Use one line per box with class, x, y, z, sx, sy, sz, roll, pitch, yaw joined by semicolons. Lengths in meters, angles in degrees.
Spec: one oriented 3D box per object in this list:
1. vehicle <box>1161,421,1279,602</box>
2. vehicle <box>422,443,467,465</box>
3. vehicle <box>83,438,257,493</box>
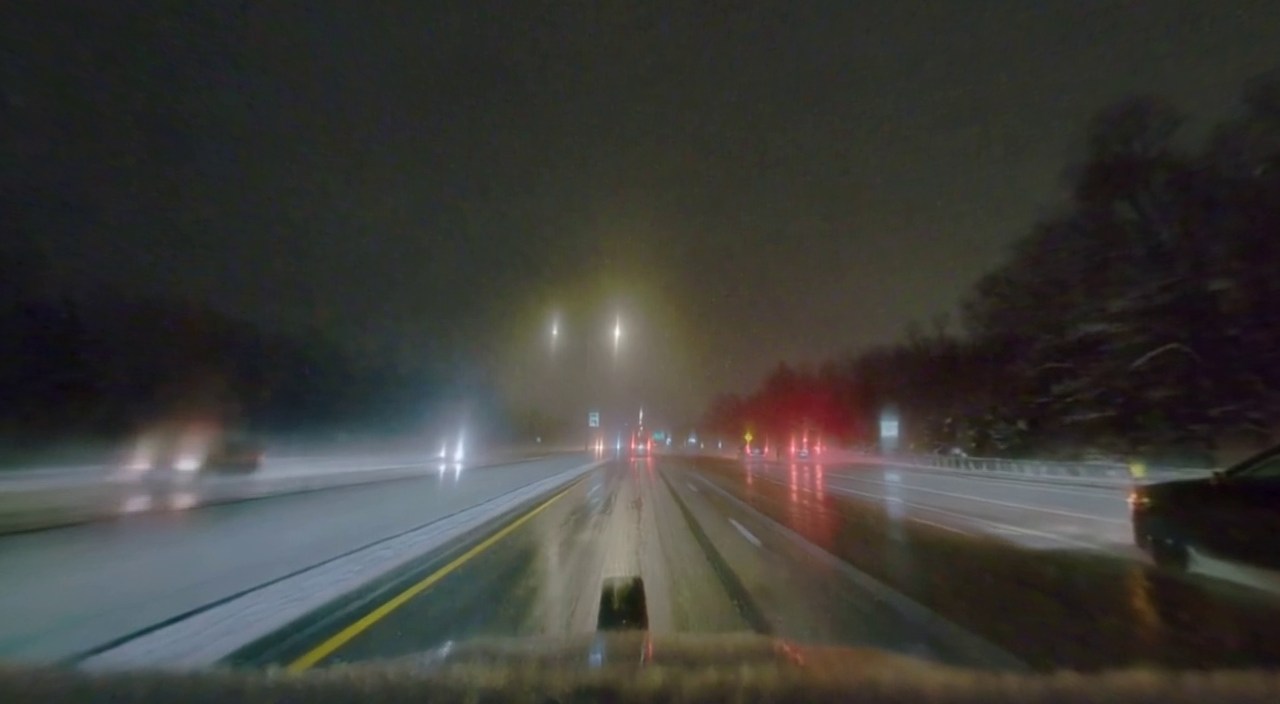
vehicle;6.472;1.163;4.051;2.093;1.525;4.865;0;-8;0
vehicle;-14.364;7.511;46.515;1.974;1.539;4.113;0;-8;1
vehicle;-14.843;3.573;20.341;2.080;1.522;4.585;0;-8;0
